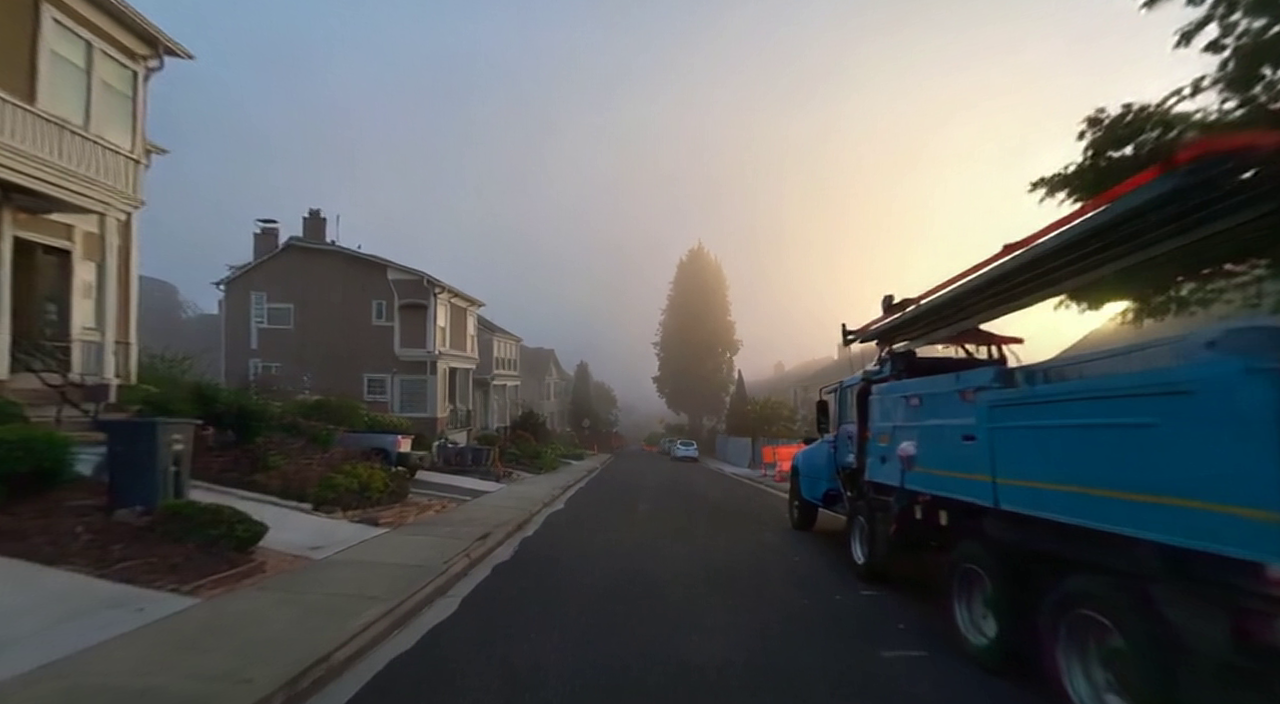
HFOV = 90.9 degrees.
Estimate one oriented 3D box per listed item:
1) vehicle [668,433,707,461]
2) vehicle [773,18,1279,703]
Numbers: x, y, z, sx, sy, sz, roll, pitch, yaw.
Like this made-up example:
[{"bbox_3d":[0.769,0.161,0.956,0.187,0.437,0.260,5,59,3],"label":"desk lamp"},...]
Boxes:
[{"bbox_3d":[3.031,6.209,41.444,2.066,1.739,4.234,0,-8,-2],"label":"vehicle"},{"bbox_3d":[3.264,0.702,4.978,2.879,2.801,6.142,0,-8,-2],"label":"vehicle"}]
